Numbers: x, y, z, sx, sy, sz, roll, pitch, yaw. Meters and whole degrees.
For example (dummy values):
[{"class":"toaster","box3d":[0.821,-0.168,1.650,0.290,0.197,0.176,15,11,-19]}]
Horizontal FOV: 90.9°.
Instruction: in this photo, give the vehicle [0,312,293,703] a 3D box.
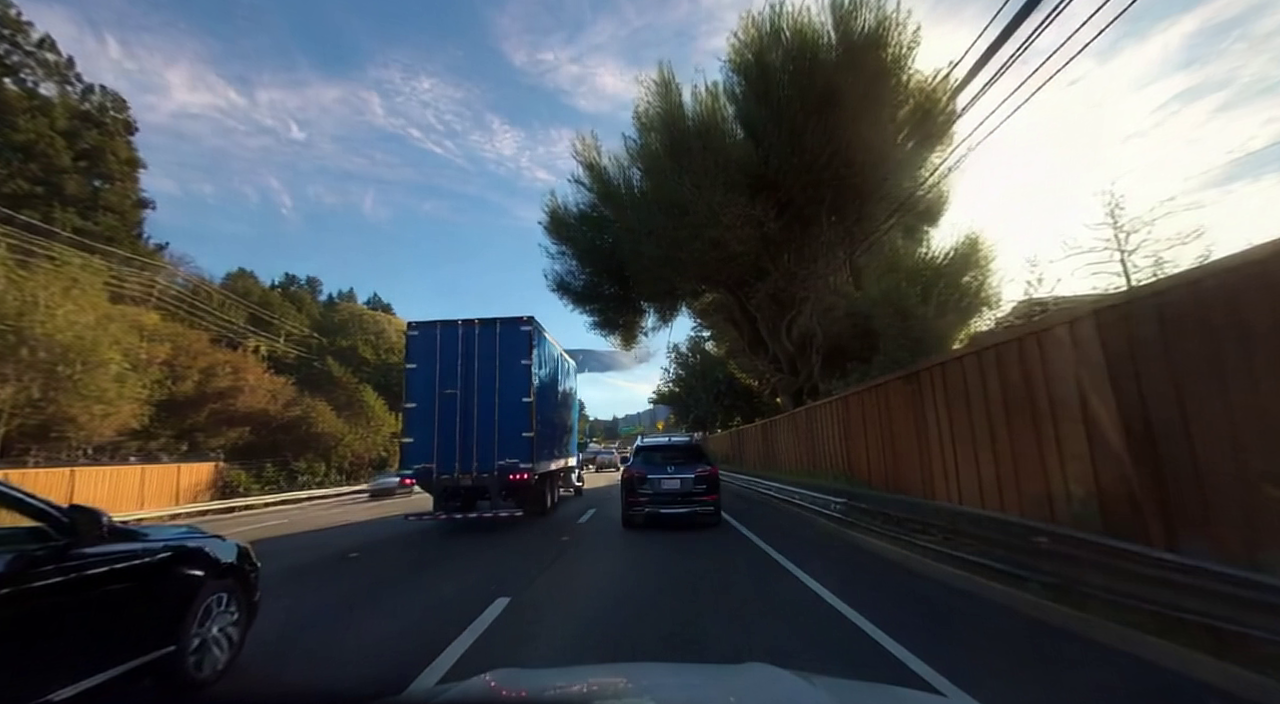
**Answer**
[{"class":"vehicle","box3d":[-3.084,0.696,1.303,2.093,1.832,4.508,0,-9,1]}]

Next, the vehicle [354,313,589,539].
[{"class":"vehicle","box3d":[-3.057,1.836,14.729,2.928,3.658,8.980,0,-9,0]}]

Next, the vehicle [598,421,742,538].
[{"class":"vehicle","box3d":[0.446,2.239,11.658,2.174,1.749,4.113,0,-9,0]}]
